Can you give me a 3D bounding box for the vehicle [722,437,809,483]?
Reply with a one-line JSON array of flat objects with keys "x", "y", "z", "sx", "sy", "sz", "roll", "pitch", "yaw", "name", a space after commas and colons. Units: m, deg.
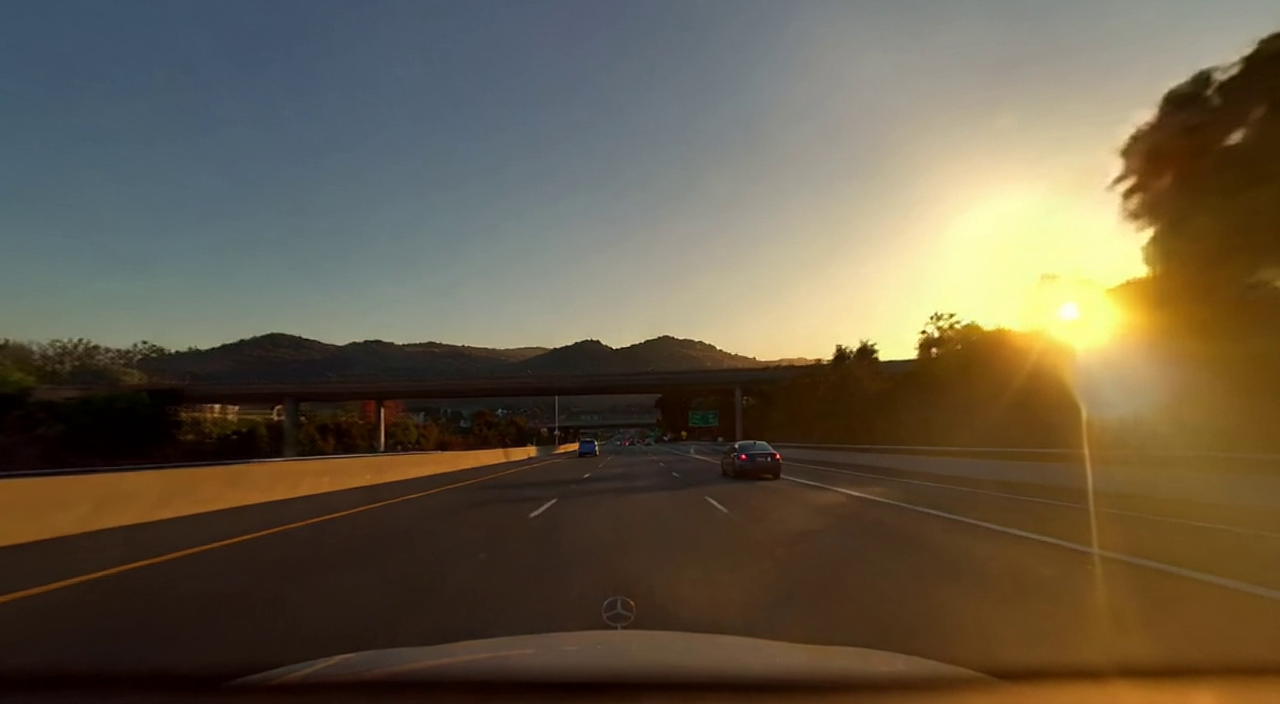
[{"x": 4.299, "y": 3.790, "z": 22.459, "sx": 2.060, "sy": 1.485, "sz": 4.274, "roll": 0, "pitch": -9, "yaw": -2, "name": "vehicle"}]
